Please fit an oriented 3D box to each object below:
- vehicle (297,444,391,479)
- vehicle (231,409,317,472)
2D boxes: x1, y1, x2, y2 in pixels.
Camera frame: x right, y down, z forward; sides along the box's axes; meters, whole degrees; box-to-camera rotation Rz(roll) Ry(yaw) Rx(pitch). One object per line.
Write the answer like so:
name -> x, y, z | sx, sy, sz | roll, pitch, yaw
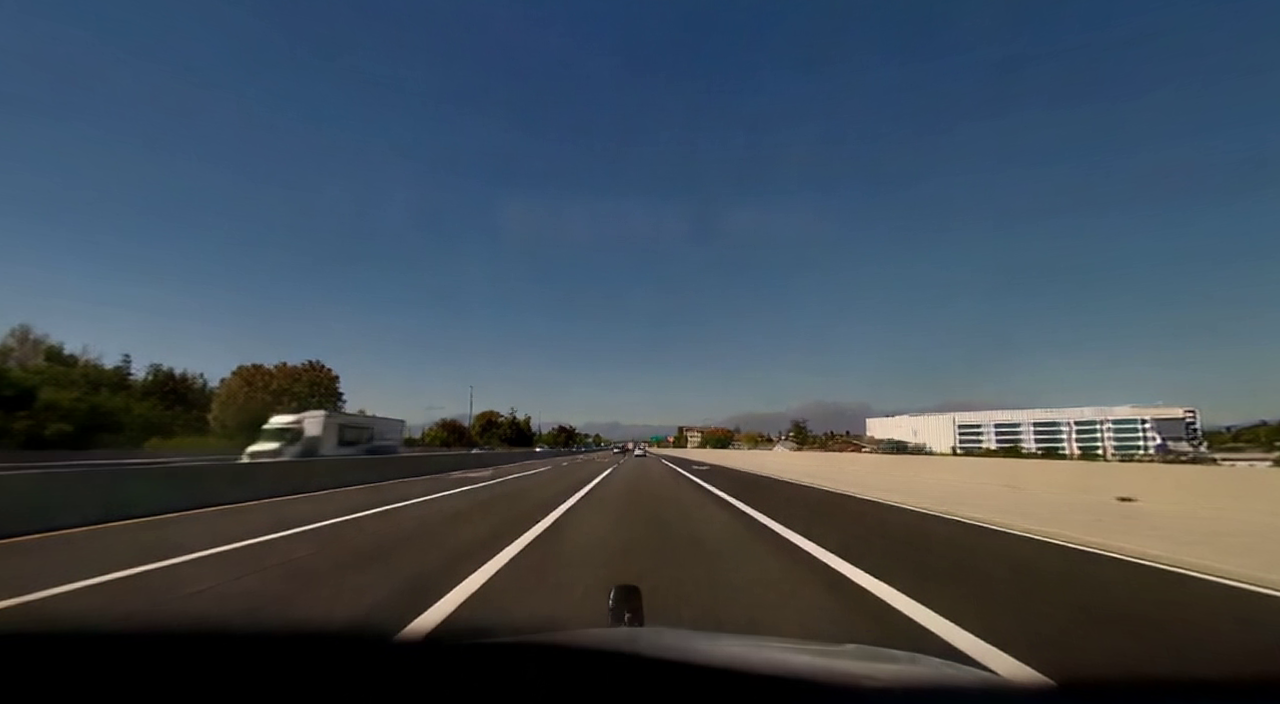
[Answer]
vehicle -> -14.674, 5.450, 31.677 | 2.157, 1.578, 5.139 | 0, -9, 1
vehicle -> -22.631, 5.524, 39.200 | 3.182, 3.718, 3.135 | 0, -9, 0
